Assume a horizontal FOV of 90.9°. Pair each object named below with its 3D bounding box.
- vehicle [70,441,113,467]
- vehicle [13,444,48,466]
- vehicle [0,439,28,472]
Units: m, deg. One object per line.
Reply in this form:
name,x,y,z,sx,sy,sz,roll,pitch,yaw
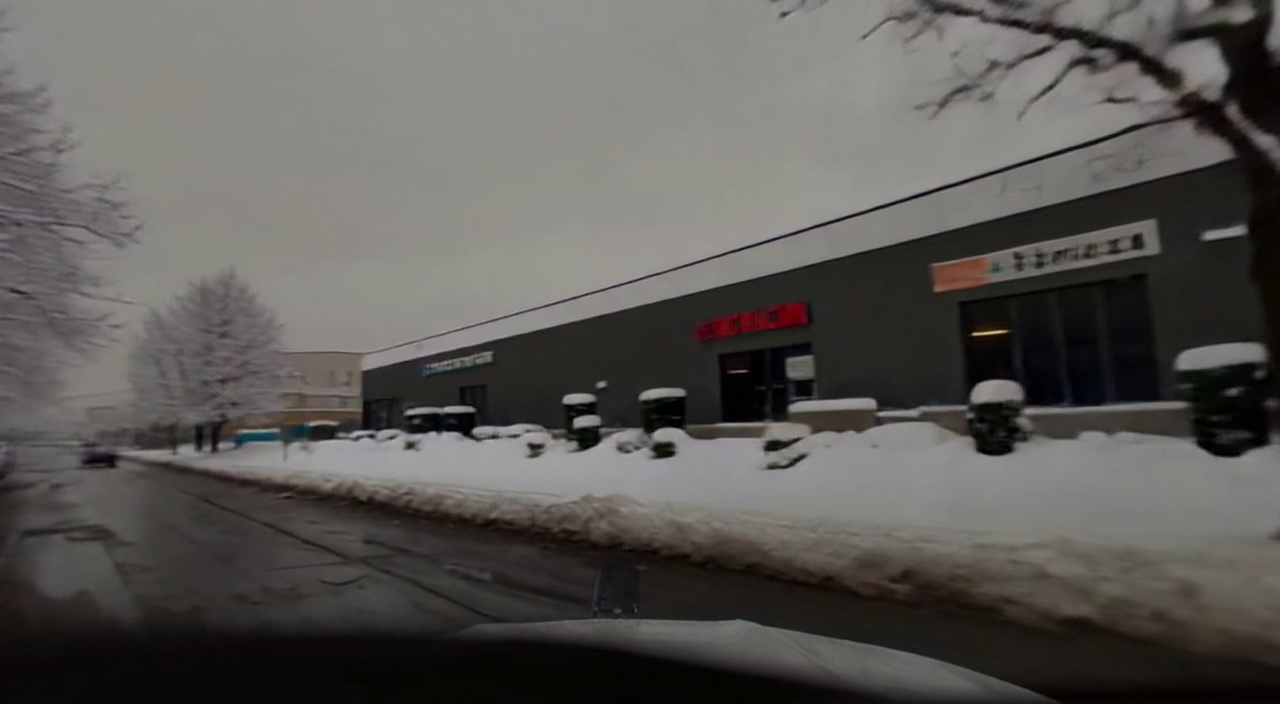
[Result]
vehicle,-41.194,7.606,47.289,2.091,1.859,4.194,7,-10,-43
vehicle,-48.133,8.076,49.780,1.773,1.535,3.979,5,-9,-42
vehicle,-39.869,6.552,39.388,2.161,1.843,5.181,3,-9,-45
